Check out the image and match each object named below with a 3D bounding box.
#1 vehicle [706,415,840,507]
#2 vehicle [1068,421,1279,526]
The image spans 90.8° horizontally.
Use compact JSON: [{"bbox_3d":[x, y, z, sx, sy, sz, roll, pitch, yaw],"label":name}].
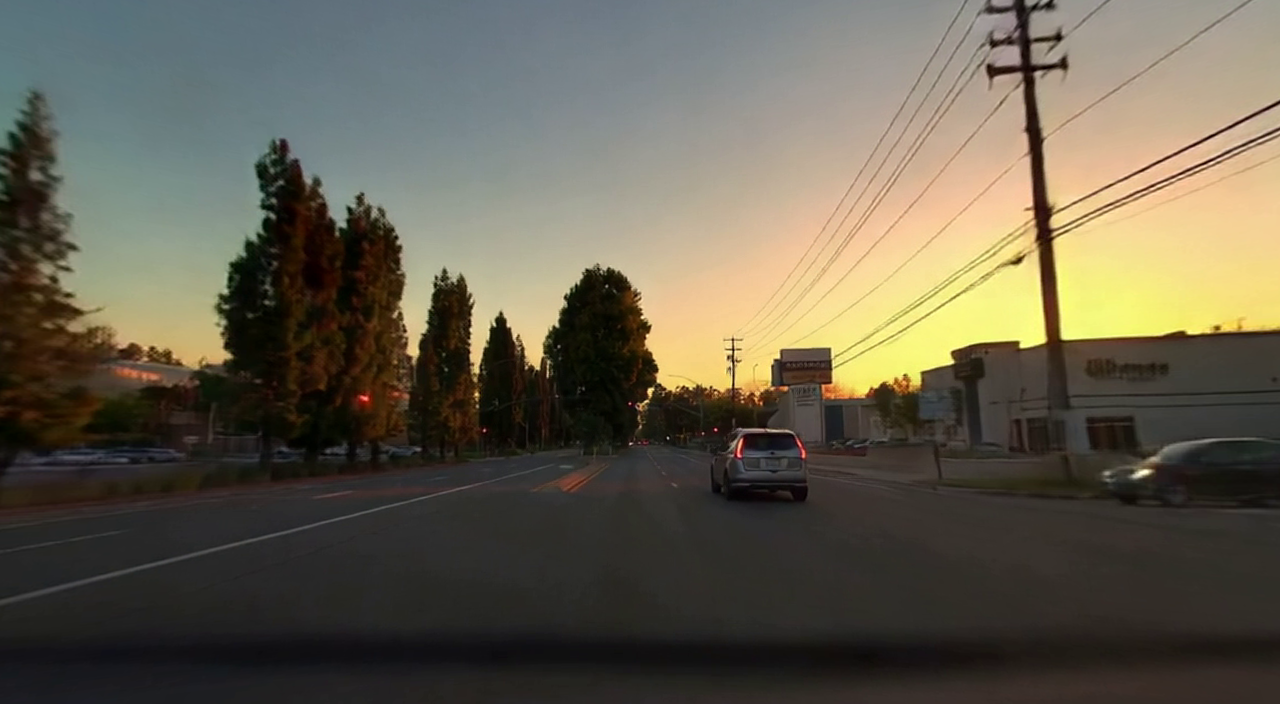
[{"bbox_3d":[2.924,2.533,15.125,2.060,1.820,4.713,0,-8,-2],"label":"vehicle"},{"bbox_3d":[11.736,2.339,12.631,4.801,1.802,2.022,-2,-9,-2],"label":"vehicle"}]
